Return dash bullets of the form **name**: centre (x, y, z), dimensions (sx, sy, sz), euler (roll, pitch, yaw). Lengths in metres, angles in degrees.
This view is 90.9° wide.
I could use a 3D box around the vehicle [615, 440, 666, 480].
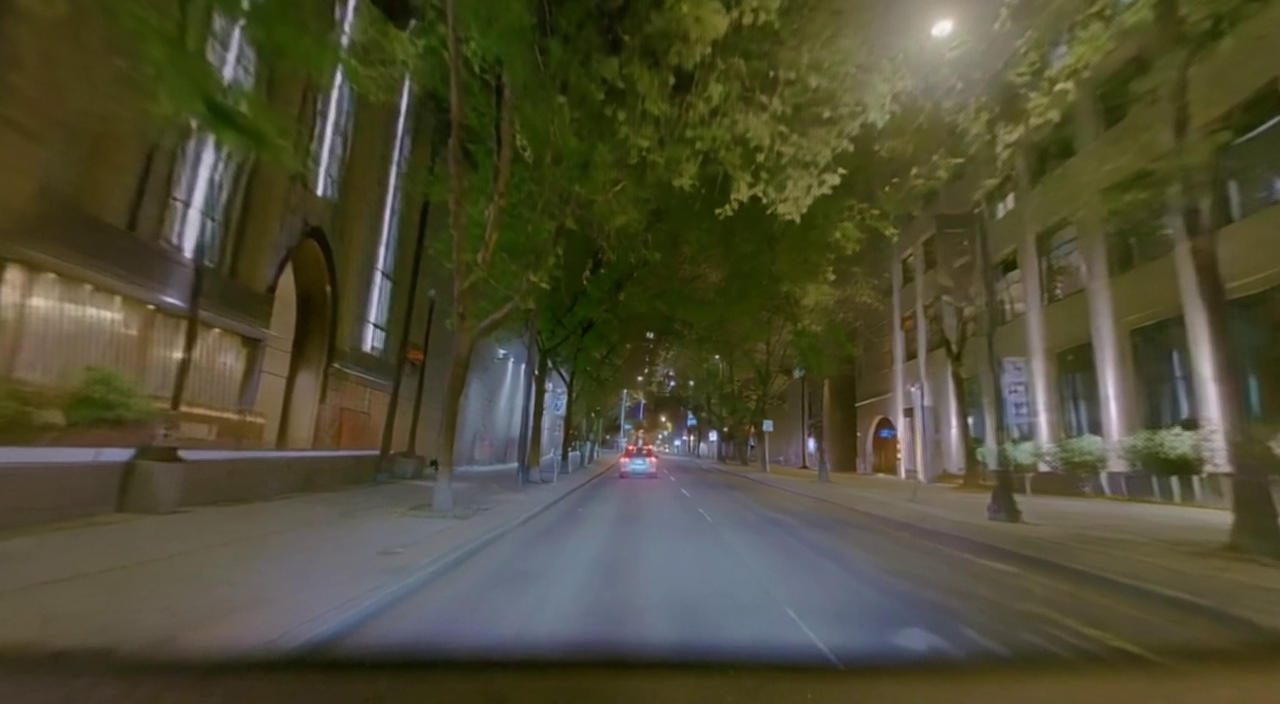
- **vehicle**: centre (-0.024, 4.716, 27.815), dimensions (2.079, 1.621, 3.861), euler (0, -8, -1)
